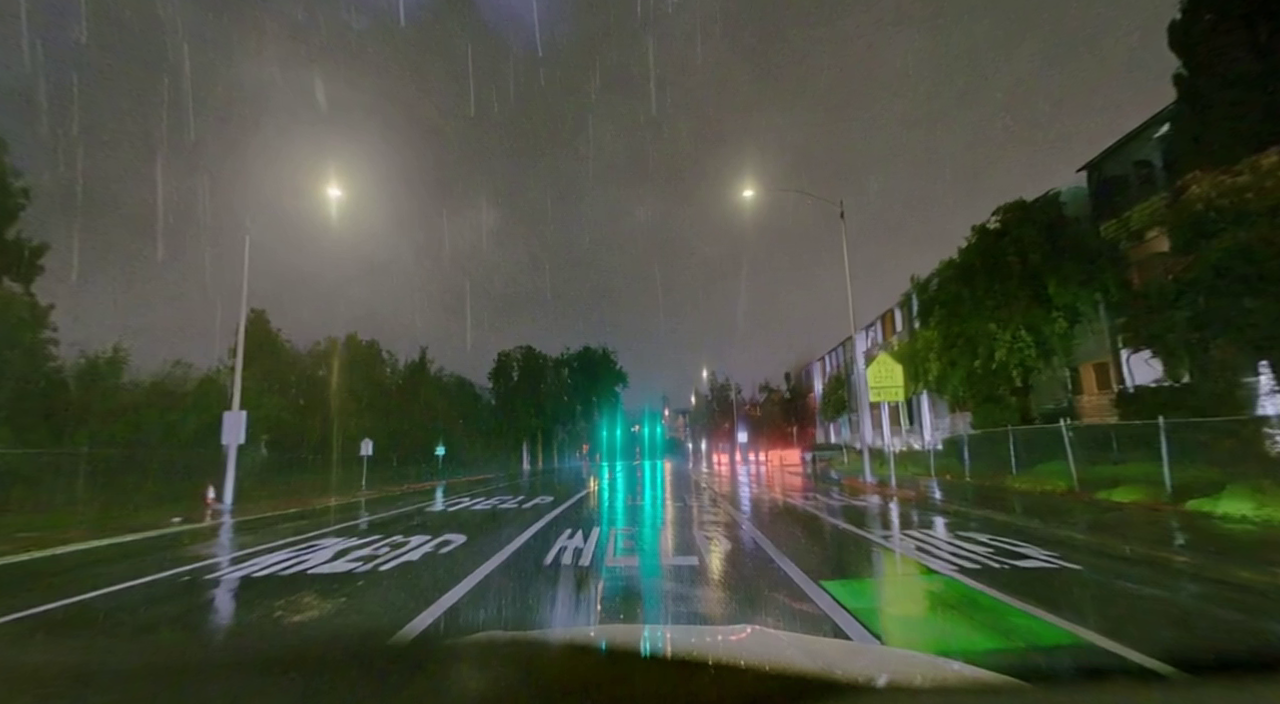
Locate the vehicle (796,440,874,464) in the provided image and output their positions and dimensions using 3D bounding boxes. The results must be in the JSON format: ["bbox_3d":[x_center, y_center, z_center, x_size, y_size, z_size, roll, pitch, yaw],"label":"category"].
[{"bbox_3d":[11.952,6.171,38.958,4.251,1.418,1.896,-1,-9,3],"label":"vehicle"}]
